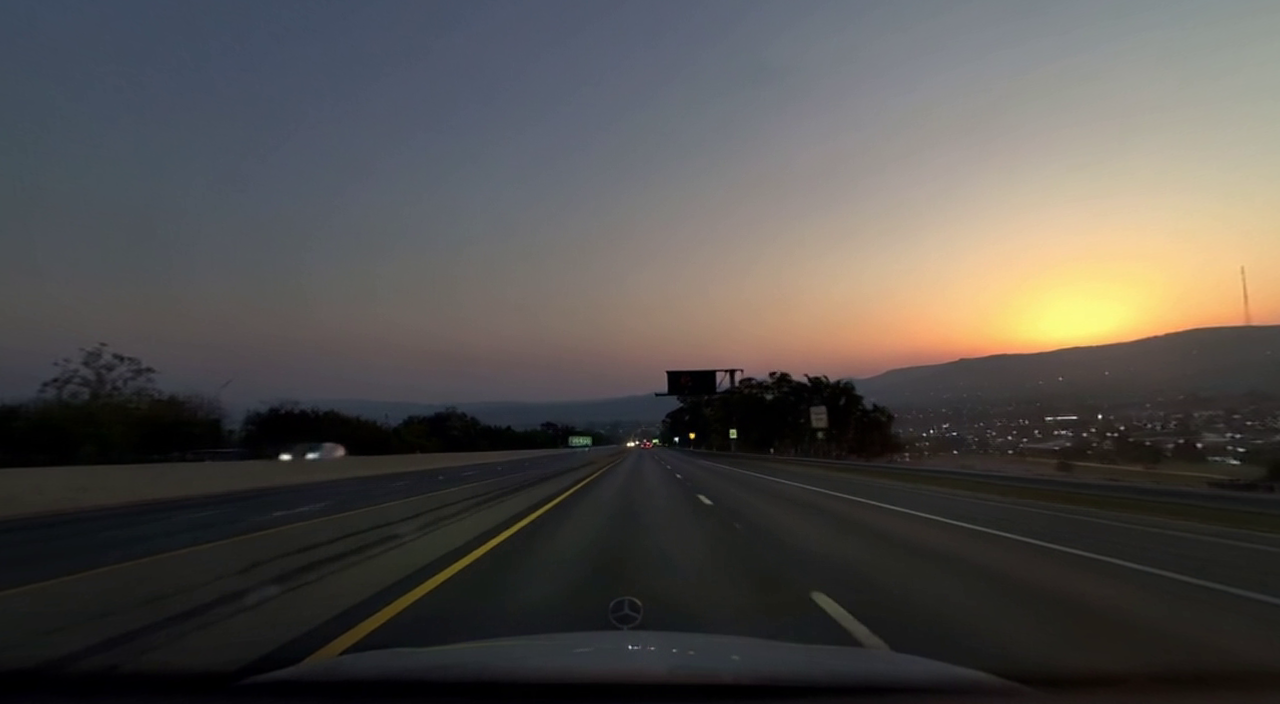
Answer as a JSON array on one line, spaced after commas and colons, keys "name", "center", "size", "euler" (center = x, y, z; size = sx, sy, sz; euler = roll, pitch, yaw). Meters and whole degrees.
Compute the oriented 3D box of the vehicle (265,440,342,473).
[{"name": "vehicle", "center": [-20.930, 6.498, 39.502], "size": [2.072, 1.890, 4.930], "euler": [0, -8, 1]}]
